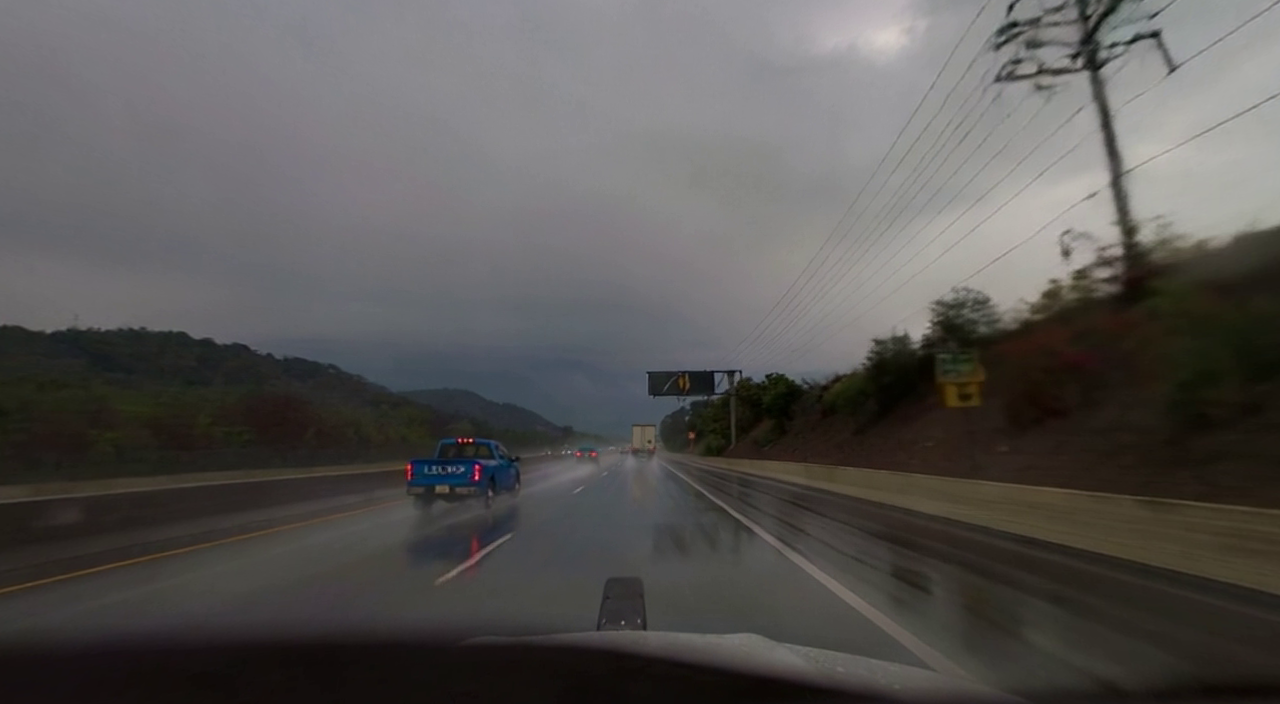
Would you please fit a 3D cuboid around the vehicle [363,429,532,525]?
[{"bbox_3d":[-3.854,2.606,13.776,2.049,1.697,4.998,0,-9,1],"label":"vehicle"}]

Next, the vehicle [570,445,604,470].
[{"bbox_3d":[-3.910,7.864,47.179,2.111,1.735,4.066,0,-9,1],"label":"vehicle"}]
